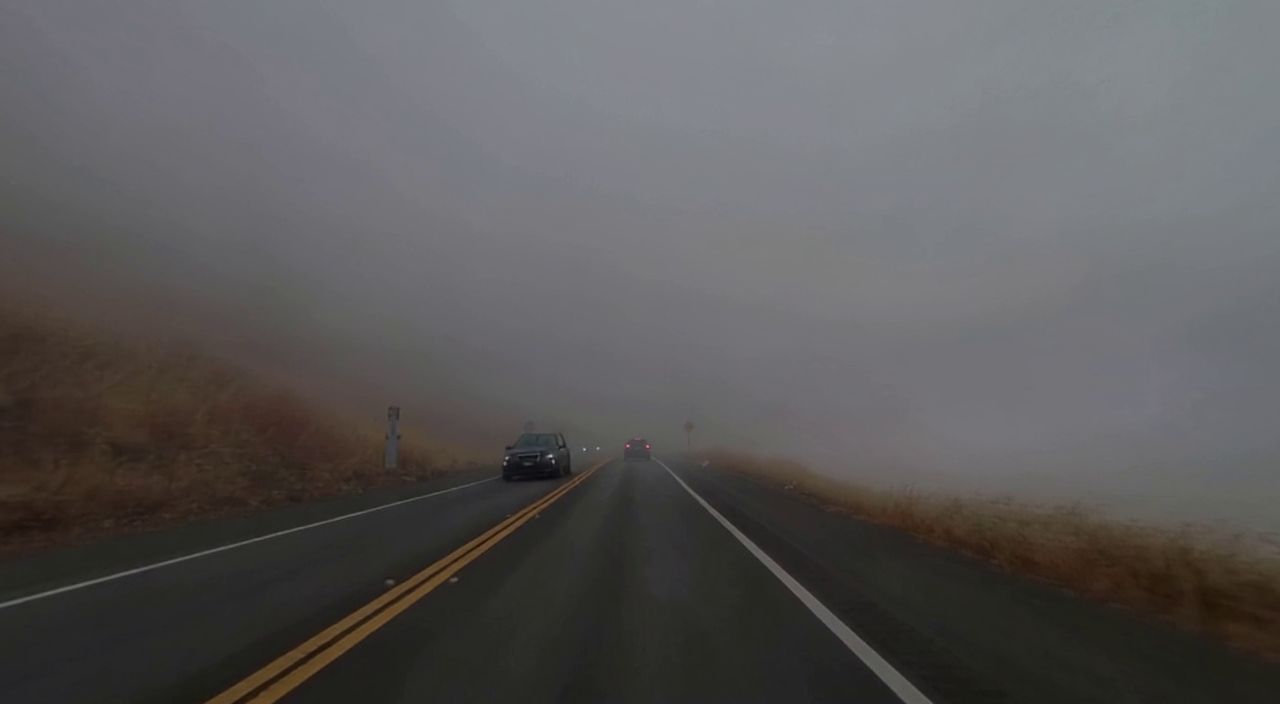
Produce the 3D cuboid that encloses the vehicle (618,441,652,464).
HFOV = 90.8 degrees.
[{"bbox_3d":[-0.347,6.865,43.307,2.186,1.486,3.861,0,-9,0],"label":"vehicle"}]
